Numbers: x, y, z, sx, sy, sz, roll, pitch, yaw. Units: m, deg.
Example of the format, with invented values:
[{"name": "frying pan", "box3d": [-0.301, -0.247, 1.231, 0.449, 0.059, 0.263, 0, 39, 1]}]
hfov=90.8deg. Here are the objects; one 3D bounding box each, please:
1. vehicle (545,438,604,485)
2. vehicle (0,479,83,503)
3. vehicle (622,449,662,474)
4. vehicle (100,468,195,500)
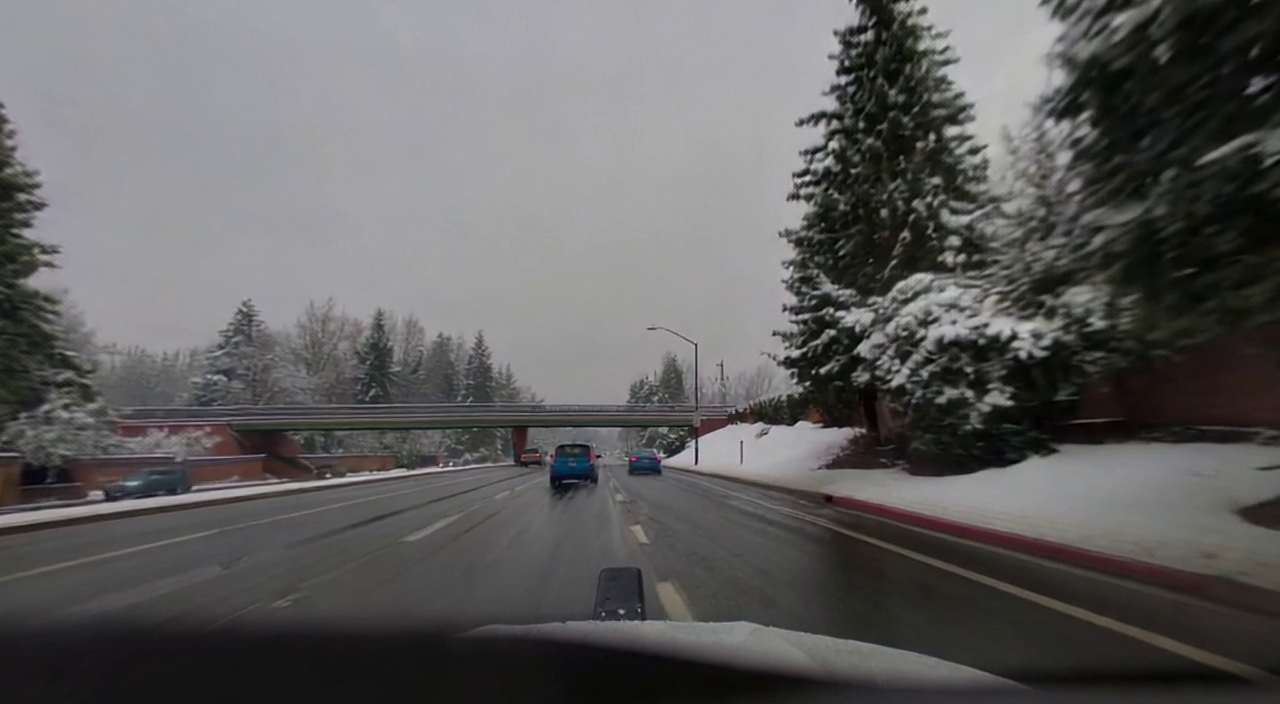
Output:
[{"name": "vehicle", "box3d": [-2.614, 4.496, 26.239, 2.223, 1.771, 4.581, 1, -9, -4]}, {"name": "vehicle", "box3d": [-41.751, 9.640, 44.028, 3.993, 1.486, 1.714, 1, -9, -7]}, {"name": "vehicle", "box3d": [0.058, 6.914, 40.141, 2.205, 1.509, 4.272, 1, -9, -4]}, {"name": "vehicle", "box3d": [-28.000, 7.477, 36.135, 1.965, 1.511, 4.498, 1, -9, -4]}]
